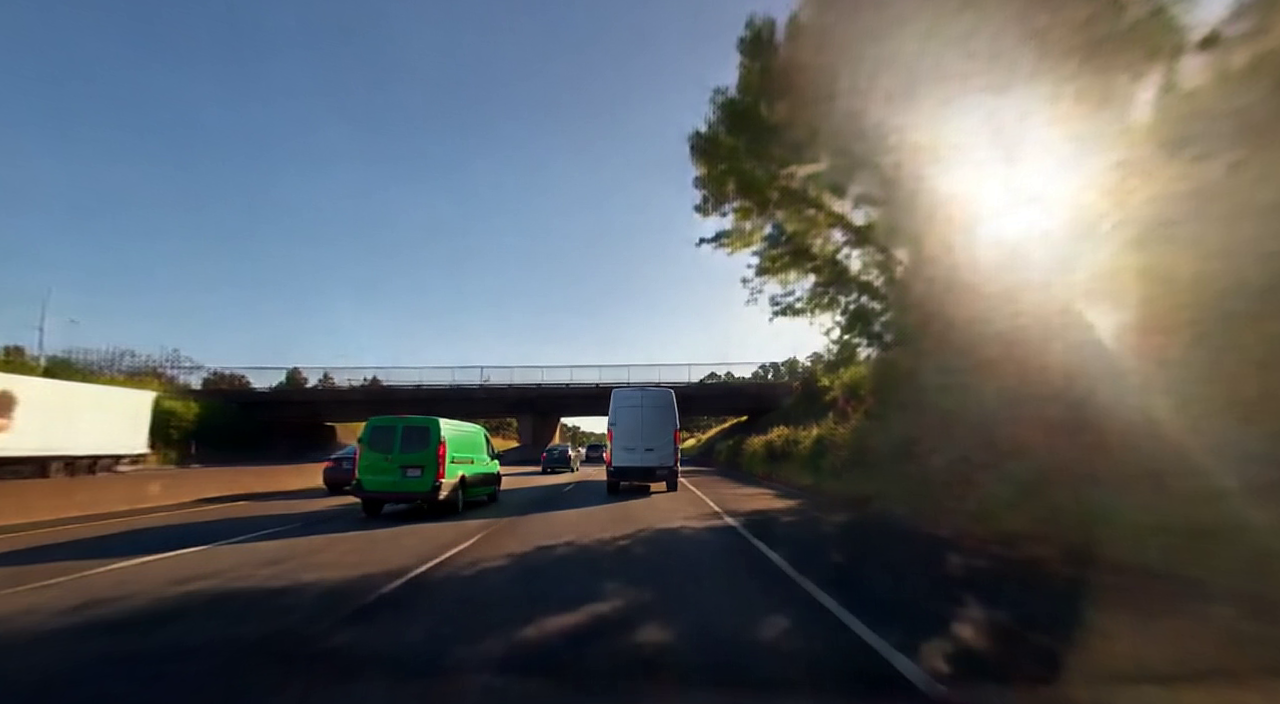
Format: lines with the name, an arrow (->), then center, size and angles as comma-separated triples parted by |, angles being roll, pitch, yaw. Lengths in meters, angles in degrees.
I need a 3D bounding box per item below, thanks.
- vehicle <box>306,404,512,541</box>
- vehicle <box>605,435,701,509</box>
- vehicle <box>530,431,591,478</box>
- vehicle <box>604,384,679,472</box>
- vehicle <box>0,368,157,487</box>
vehicle -> -3.615, 1.972, 10.775 | 1.951, 1.882, 3.979 | 0, -9, 0
vehicle -> 0.253, 2.760, 14.798 | 1.991, 1.507, 3.391 | 0, -9, 0
vehicle -> -3.414, 4.515, 27.868 | 2.068, 1.862, 4.234 | 0, -9, 1
vehicle -> 0.385, 4.754, 36.908 | 3.289, 3.822, 18.653 | 0, -9, 2
vehicle -> -23.715, 2.602, 21.674 | 2.813, 4.101, 14.020 | 0, -9, 1
